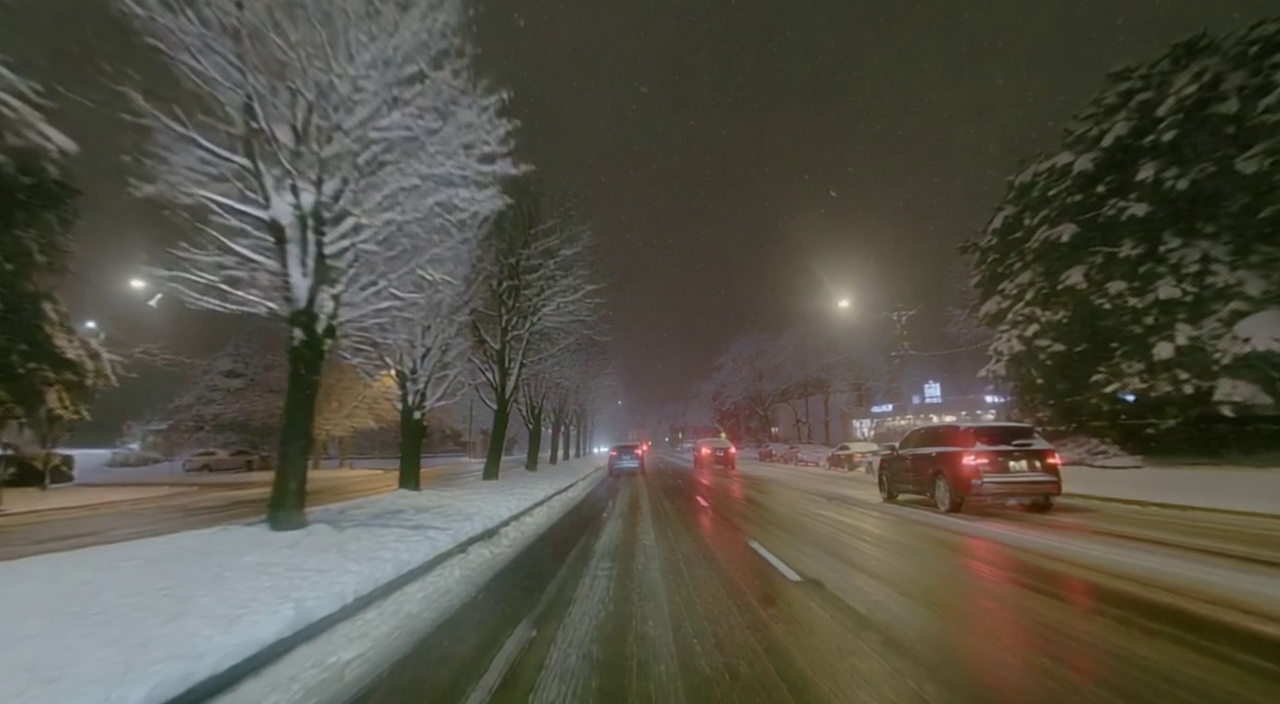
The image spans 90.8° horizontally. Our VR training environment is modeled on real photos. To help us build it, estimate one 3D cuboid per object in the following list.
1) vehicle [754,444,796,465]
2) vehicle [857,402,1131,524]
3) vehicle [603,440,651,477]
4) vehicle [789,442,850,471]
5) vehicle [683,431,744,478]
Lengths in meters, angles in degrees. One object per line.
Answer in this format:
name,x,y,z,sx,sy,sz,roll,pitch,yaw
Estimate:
vehicle,9.973,7.593,46.971,1.898,1.475,4.860,0,-8,-2
vehicle,6.628,2.188,12.950,2.240,1.923,5.678,0,-8,-1
vehicle,-0.591,4.803,28.785,2.037,1.568,3.693,0,-8,-1
vehicle,10.014,5.861,35.652,2.021,1.481,4.746,0,-8,0
vehicle,3.056,4.368,27.162,1.955,1.845,4.538,0,-8,-2
